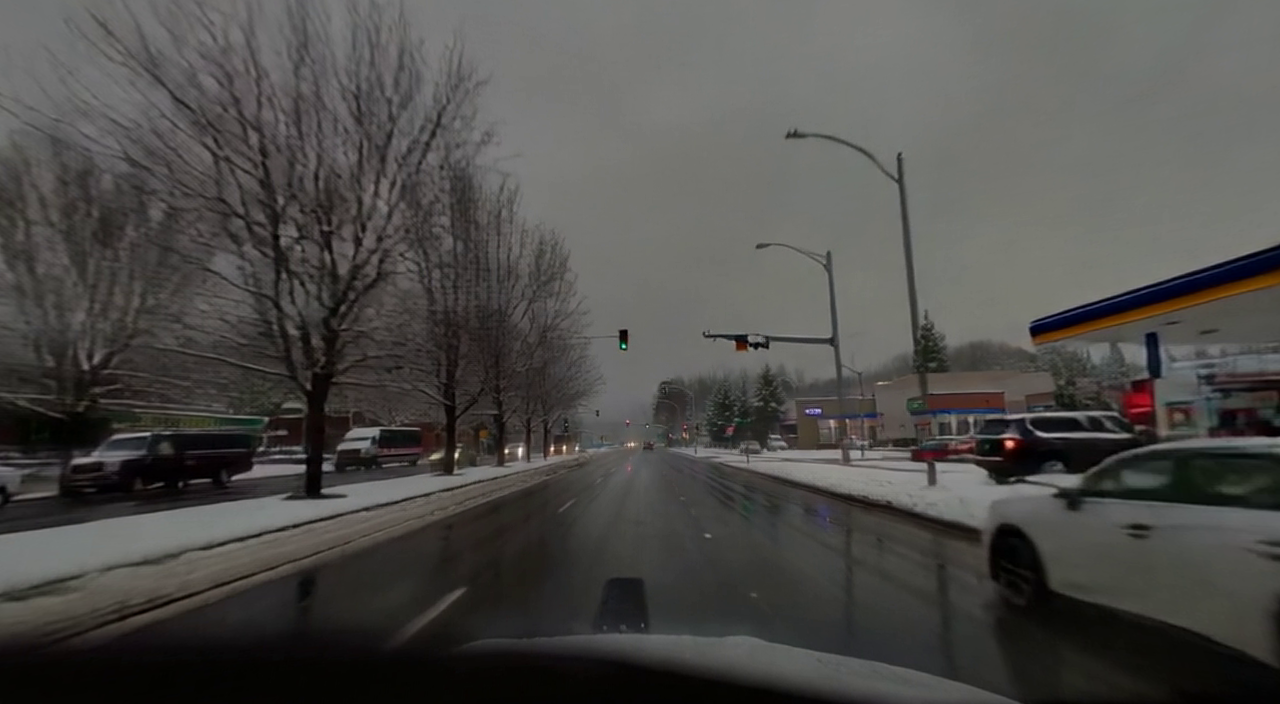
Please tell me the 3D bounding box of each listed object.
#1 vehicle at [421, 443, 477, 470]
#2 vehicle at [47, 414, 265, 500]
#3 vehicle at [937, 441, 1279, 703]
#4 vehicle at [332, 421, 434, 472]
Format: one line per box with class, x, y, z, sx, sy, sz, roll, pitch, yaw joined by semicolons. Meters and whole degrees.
vehicle;-11.252;6.192;37.453;1.860;1.495;4.409;0;-9;1
vehicle;-18.876;4.161;25.400;2.837;2.953;7.214;0;-9;2
vehicle;4.092;1.353;4.439;1.963;1.411;4.637;-1;-9;3
vehicle;-18.698;7.051;46.911;2.958;3.304;10.523;0;-9;1
